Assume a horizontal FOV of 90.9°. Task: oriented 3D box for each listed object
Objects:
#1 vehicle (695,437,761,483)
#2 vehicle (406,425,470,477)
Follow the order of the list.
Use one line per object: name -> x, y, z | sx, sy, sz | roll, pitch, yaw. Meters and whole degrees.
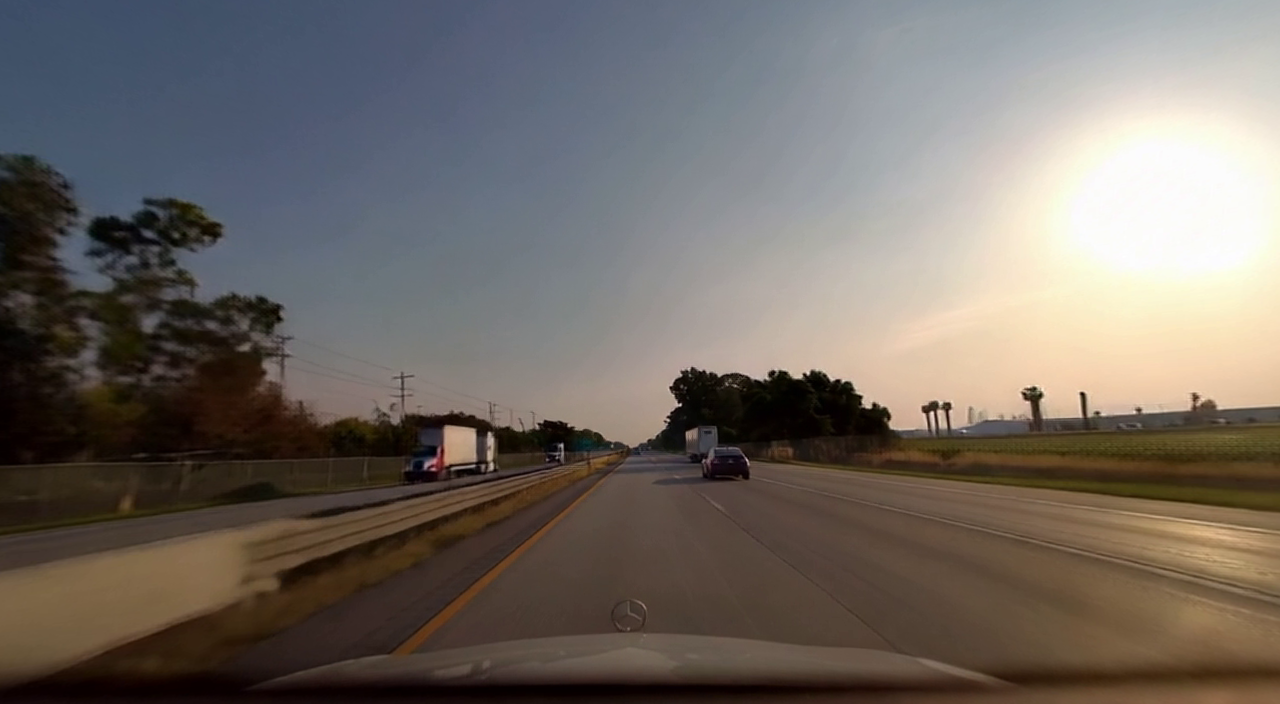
vehicle -> 3.583, 4.517, 26.469 | 2.093, 1.742, 4.167 | 0, -9, -1
vehicle -> -15.752, 7.755, 49.595 | 3.060, 3.798, 5.974 | 0, -9, -1
